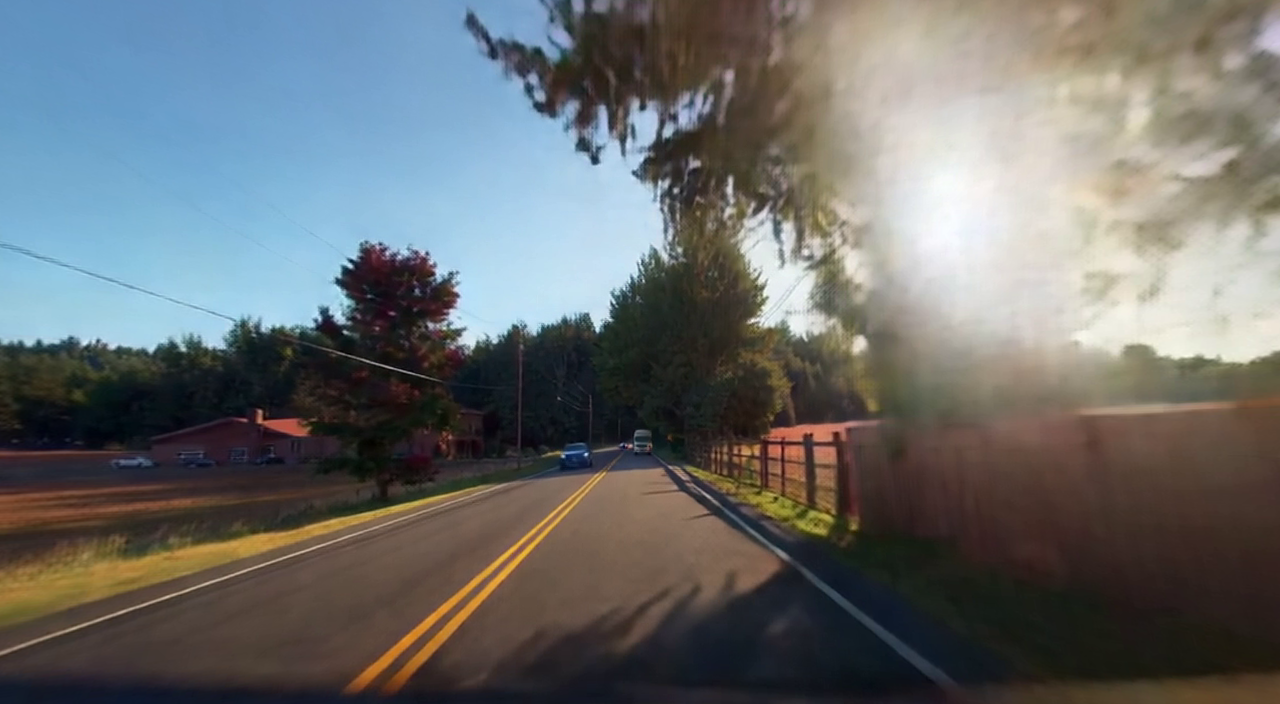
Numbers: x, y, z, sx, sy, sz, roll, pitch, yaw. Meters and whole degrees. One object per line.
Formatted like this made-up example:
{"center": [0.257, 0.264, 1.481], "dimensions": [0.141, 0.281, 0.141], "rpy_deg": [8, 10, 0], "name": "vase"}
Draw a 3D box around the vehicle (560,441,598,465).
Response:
{"center": [-3.951, 6.637, 41.607], "dimensions": [2.021, 1.491, 4.519], "rpy_deg": [0, -8, 0], "name": "vehicle"}
